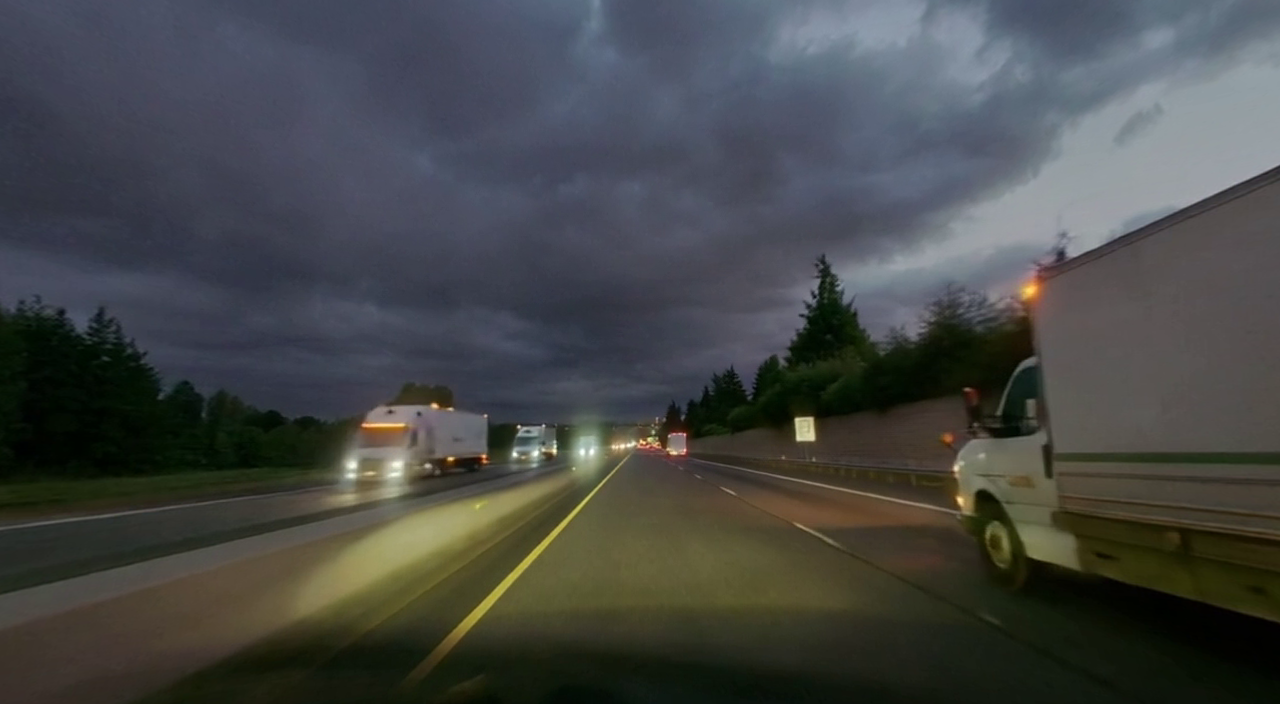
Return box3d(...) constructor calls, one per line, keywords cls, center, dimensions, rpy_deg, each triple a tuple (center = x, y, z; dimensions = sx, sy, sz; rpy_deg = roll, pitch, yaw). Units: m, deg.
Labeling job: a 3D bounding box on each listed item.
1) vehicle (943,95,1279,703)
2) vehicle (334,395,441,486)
box3d(cls="vehicle", center=(4.057, 0.180, 2.077), dimensions=(2.449, 2.805, 6.763), rpy_deg=(0, -9, -2))
box3d(cls="vehicle", center=(-12.904, 4.656, 32.824), dimensions=(3.096, 4.310, 5.698), rpy_deg=(0, -9, 0))
